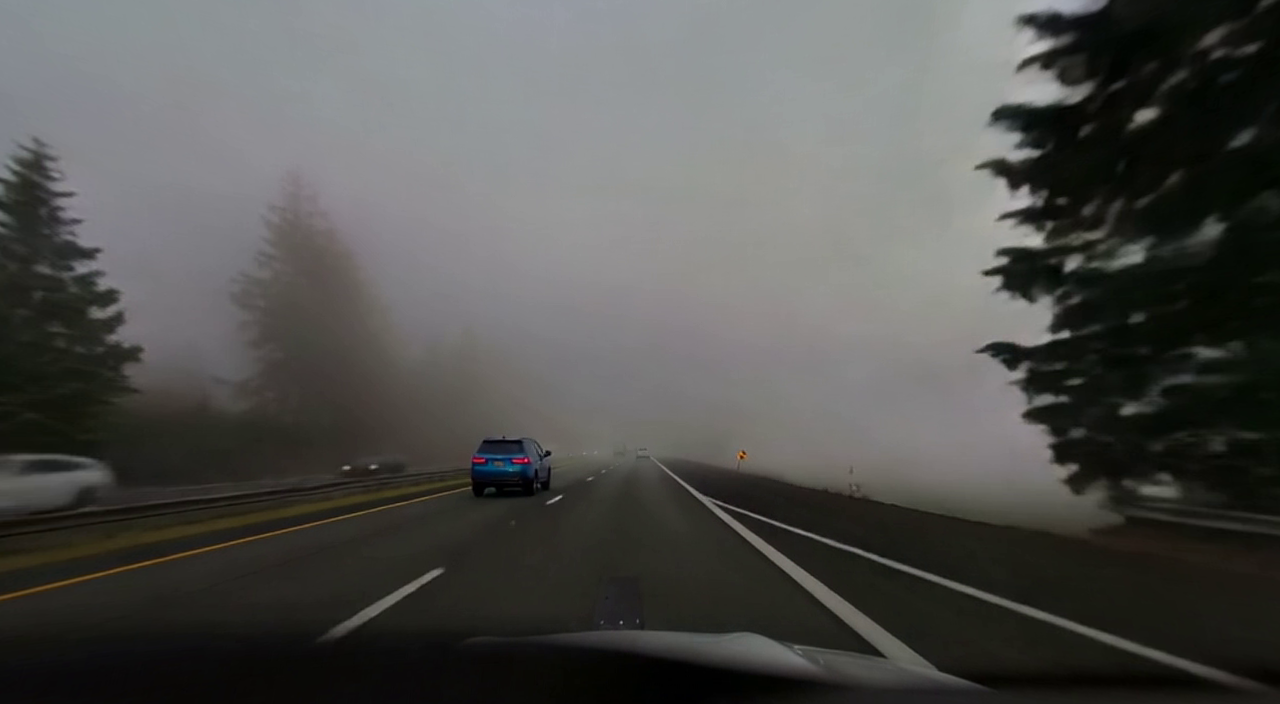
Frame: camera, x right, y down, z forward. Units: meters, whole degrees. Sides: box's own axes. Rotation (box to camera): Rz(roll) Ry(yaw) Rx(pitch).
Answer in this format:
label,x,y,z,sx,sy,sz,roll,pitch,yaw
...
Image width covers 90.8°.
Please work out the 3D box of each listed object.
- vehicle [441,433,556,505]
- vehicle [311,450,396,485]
label,x,y,z,sx,sy,sz,roll,pitch,yaw
vehicle,-3.747,3.184,17.654,2.110,1.727,4.607,0,-9,1
vehicle,-13.003,5.250,28.976,1.803,1.435,4.433,0,-9,0
